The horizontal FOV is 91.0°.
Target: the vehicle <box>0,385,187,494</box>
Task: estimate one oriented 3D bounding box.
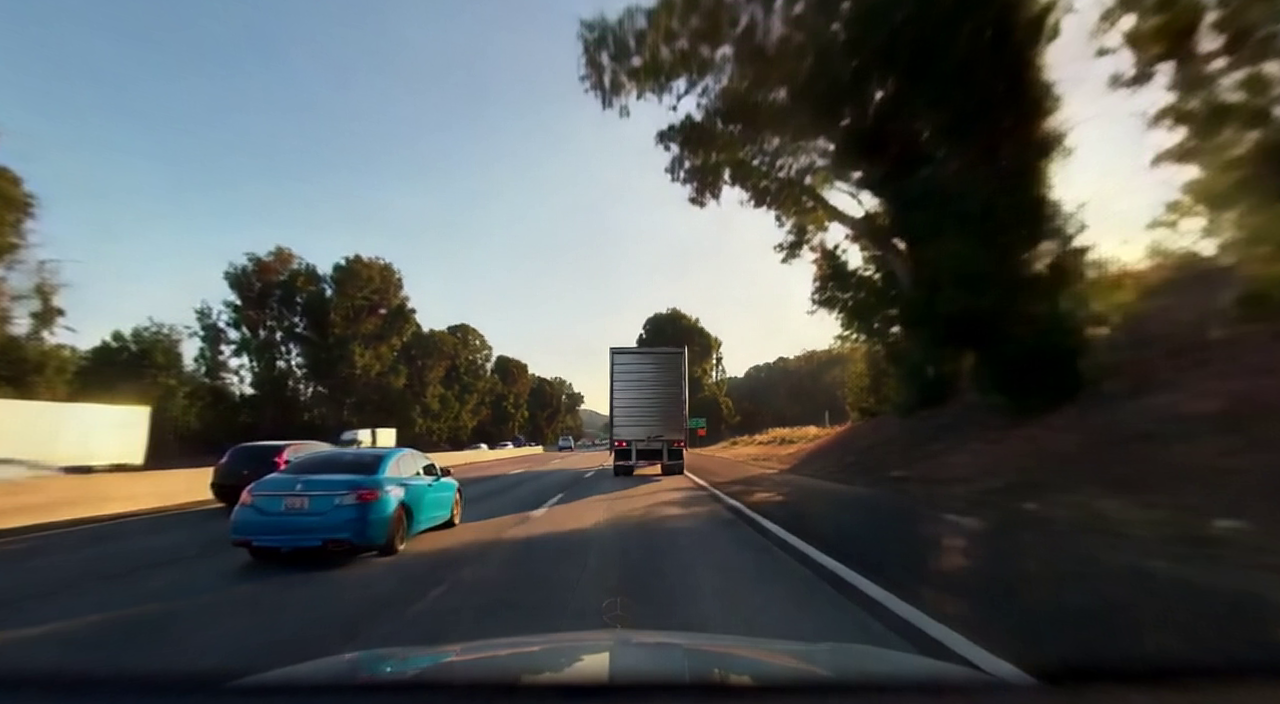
[{"bbox_3d":[-24.027,3.425,24.483,2.838,3.787,13.774,0,-8,-1],"label":"vehicle"}]

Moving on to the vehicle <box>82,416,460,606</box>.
[{"bbox_3d":[-3.644,1.614,7.354,1.854,1.530,4.268,0,-8,-1],"label":"vehicle"}]

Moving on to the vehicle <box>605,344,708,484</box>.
[{"bbox_3d":[0.417,2.593,24.263,3.073,4.196,10.546,0,-8,-1],"label":"vehicle"}]
